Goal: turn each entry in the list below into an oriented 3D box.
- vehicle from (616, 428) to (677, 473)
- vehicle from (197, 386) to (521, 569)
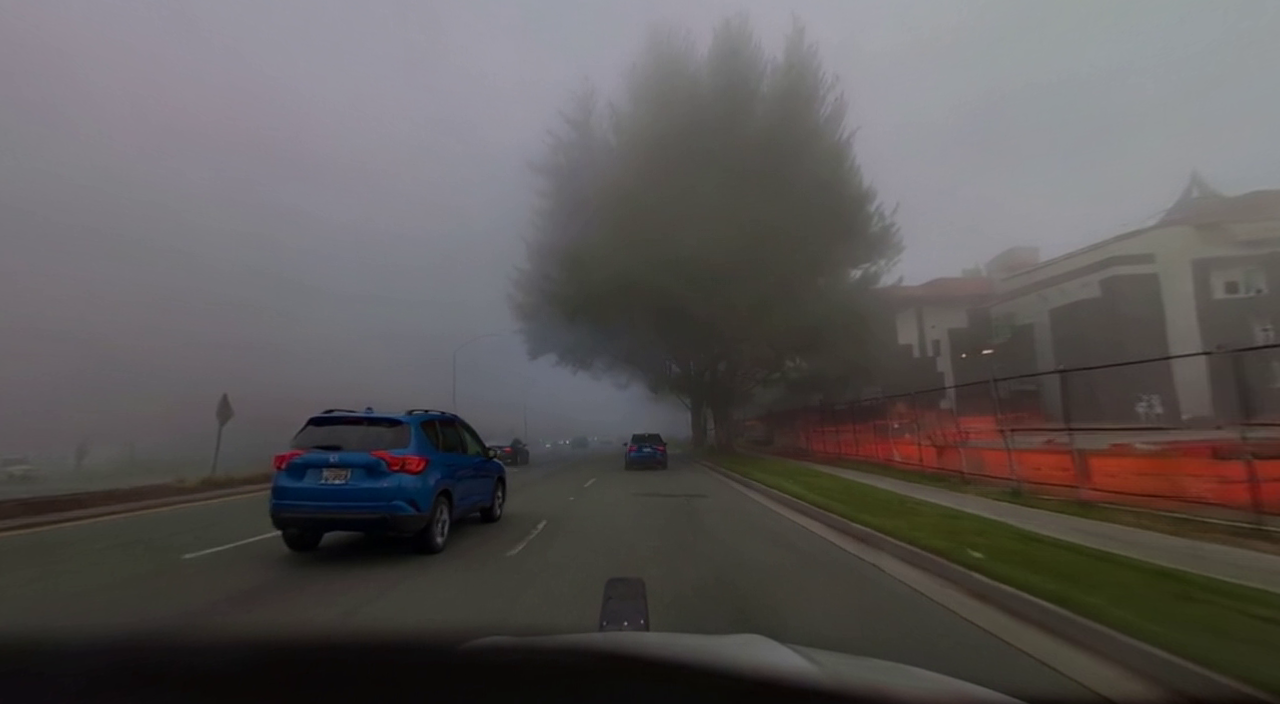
[{"bbox_3d":[0.227,3.901,25.199,2.227,1.654,4.091,0,-8,-1],"label":"vehicle"},{"bbox_3d":[-3.319,1.616,8.913,2.157,1.824,4.986,0,-8,2],"label":"vehicle"}]
